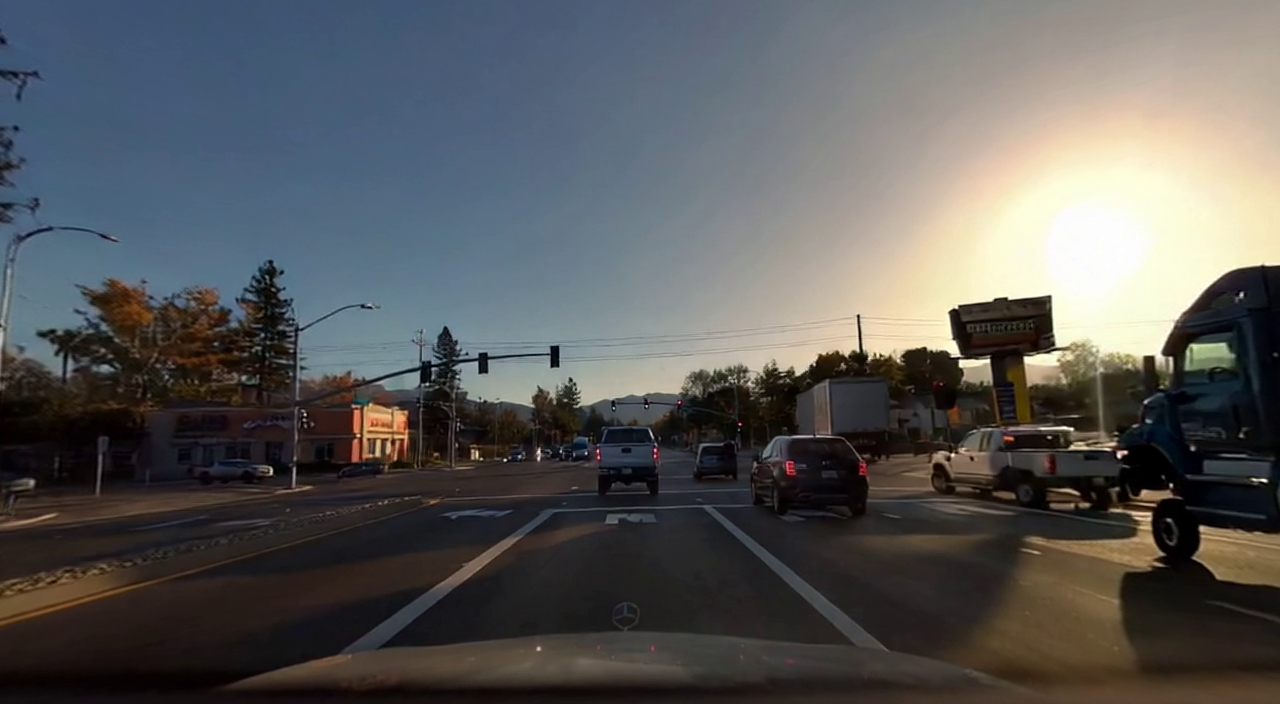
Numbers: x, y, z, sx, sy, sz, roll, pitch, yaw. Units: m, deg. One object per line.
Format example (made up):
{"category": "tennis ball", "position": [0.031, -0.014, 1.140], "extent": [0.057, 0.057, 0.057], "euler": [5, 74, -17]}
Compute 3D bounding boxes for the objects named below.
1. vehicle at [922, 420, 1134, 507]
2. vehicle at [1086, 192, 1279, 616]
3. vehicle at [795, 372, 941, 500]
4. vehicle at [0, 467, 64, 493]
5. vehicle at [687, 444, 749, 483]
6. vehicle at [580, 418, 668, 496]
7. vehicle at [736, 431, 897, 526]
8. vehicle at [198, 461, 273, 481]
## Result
{"category": "vehicle", "position": [10.232, 3.004, 17.459], "extent": [2.163, 1.973, 5.692], "euler": [0, -9, -1]}
{"category": "vehicle", "position": [6.475, 0.139, 3.254], "extent": [2.802, 3.322, 7.429], "euler": [0, -9, 0]}
{"category": "vehicle", "position": [8.000, 3.282, 24.042], "extent": [2.970, 3.681, 11.138], "euler": [-2, -9, 9]}
{"category": "vehicle", "position": [-38.188, 7.815, 38.666], "extent": [4.150, 1.474, 1.826], "euler": [-1, -9, 6]}
{"category": "vehicle", "position": [3.155, 4.588, 26.338], "extent": [1.922, 1.483, 4.436], "euler": [0, -9, -1]}
{"category": "vehicle", "position": [-0.488, 3.389, 20.636], "extent": [2.499, 2.183, 5.111], "euler": [0, -9, -1]}
{"category": "vehicle", "position": [3.393, 2.543, 13.312], "extent": [1.905, 1.587, 4.998], "euler": [0, -9, 0]}
{"category": "vehicle", "position": [-31.781, 9.326, 49.708], "extent": [4.457, 1.434, 1.949], "euler": [0, -9, -1]}
